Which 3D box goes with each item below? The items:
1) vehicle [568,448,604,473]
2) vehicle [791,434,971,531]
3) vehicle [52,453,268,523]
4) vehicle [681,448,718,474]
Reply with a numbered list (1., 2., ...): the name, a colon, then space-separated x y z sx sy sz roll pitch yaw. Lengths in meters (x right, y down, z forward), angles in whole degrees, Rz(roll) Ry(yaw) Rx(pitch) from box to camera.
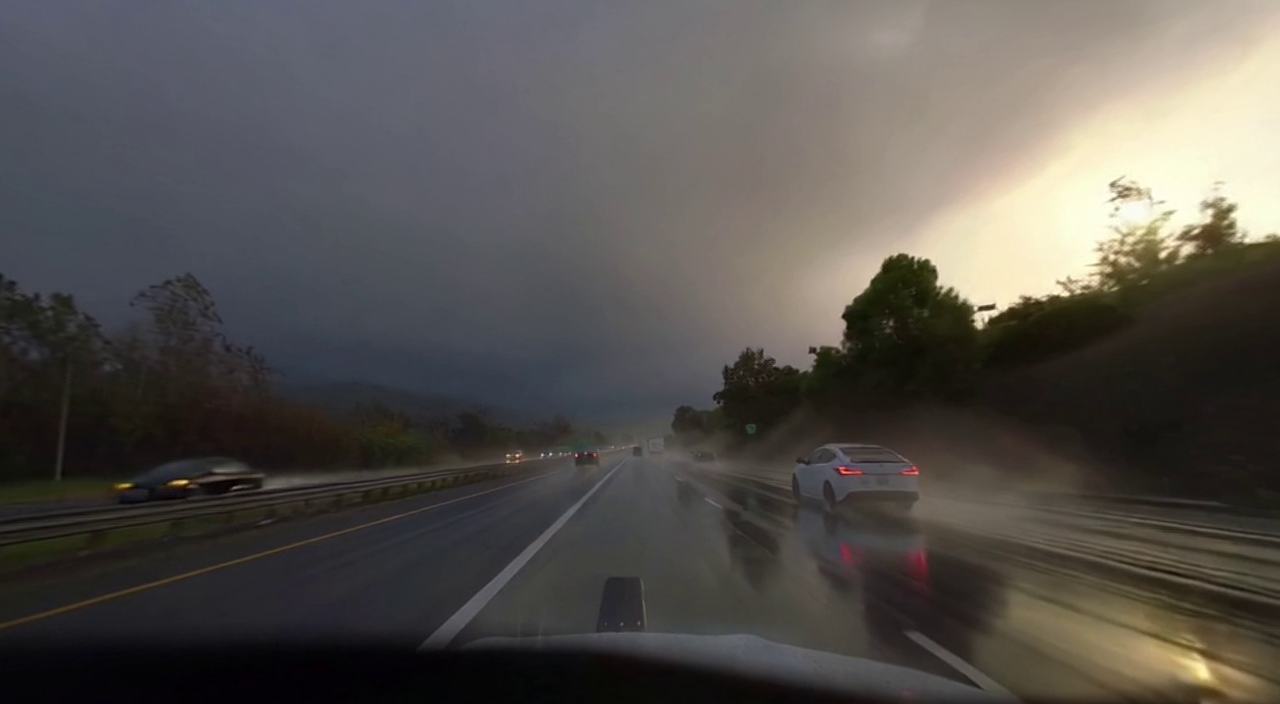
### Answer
1. vehicle: -3.499 7.093 41.398 2.021 1.507 4.272 0 -9 0
2. vehicle: 4.452 2.457 12.406 1.903 1.566 3.866 0 -9 -1
3. vehicle: -11.894 3.343 16.157 1.918 1.488 4.565 0 -9 0
4. vehicle: 3.627 6.751 39.309 1.846 1.480 3.694 0 -9 -2
